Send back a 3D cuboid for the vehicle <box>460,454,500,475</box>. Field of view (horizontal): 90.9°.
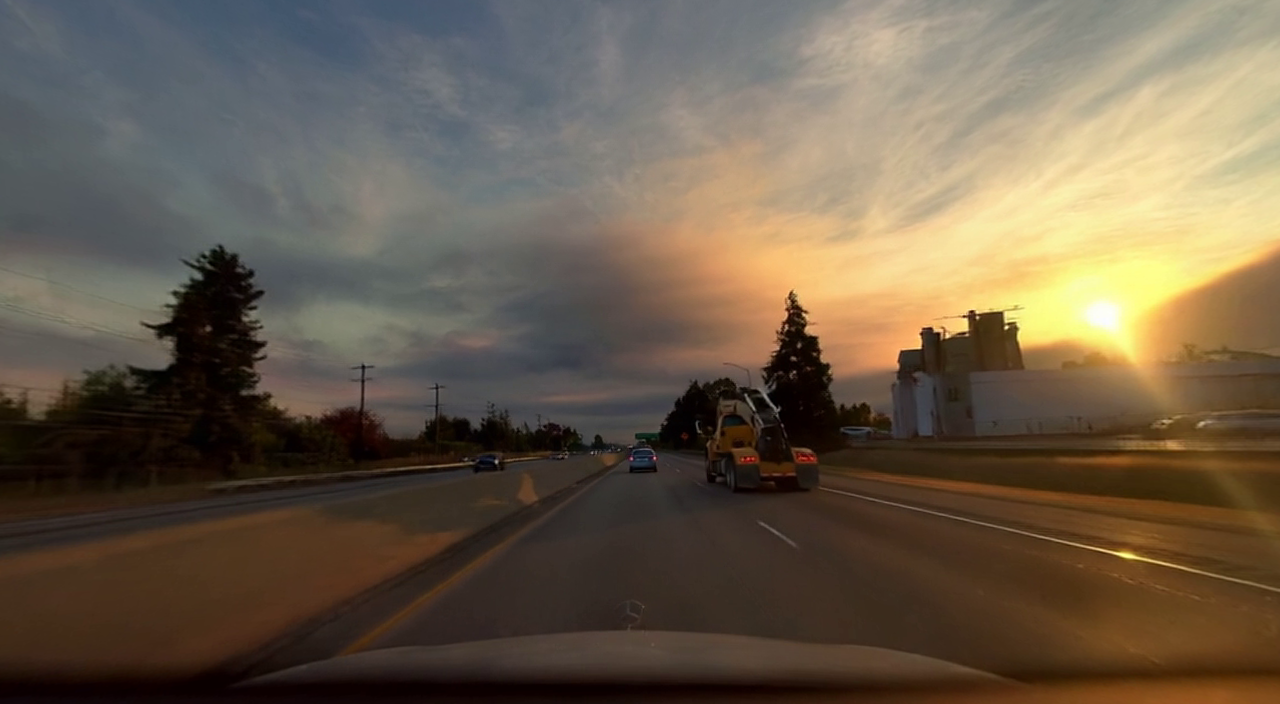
[{"bbox_3d":[-12.163,8.544,48.120,1.947,1.500,3.999,0,-9,0],"label":"vehicle"}]

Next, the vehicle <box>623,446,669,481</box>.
[{"bbox_3d":[0.238,5.228,29.863,2.045,1.527,4.023,0,-9,0],"label":"vehicle"}]

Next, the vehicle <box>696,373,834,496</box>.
[{"bbox_3d":[3.984,3.002,22.413,3.089,3.568,8.101,0,-9,-1],"label":"vehicle"}]
